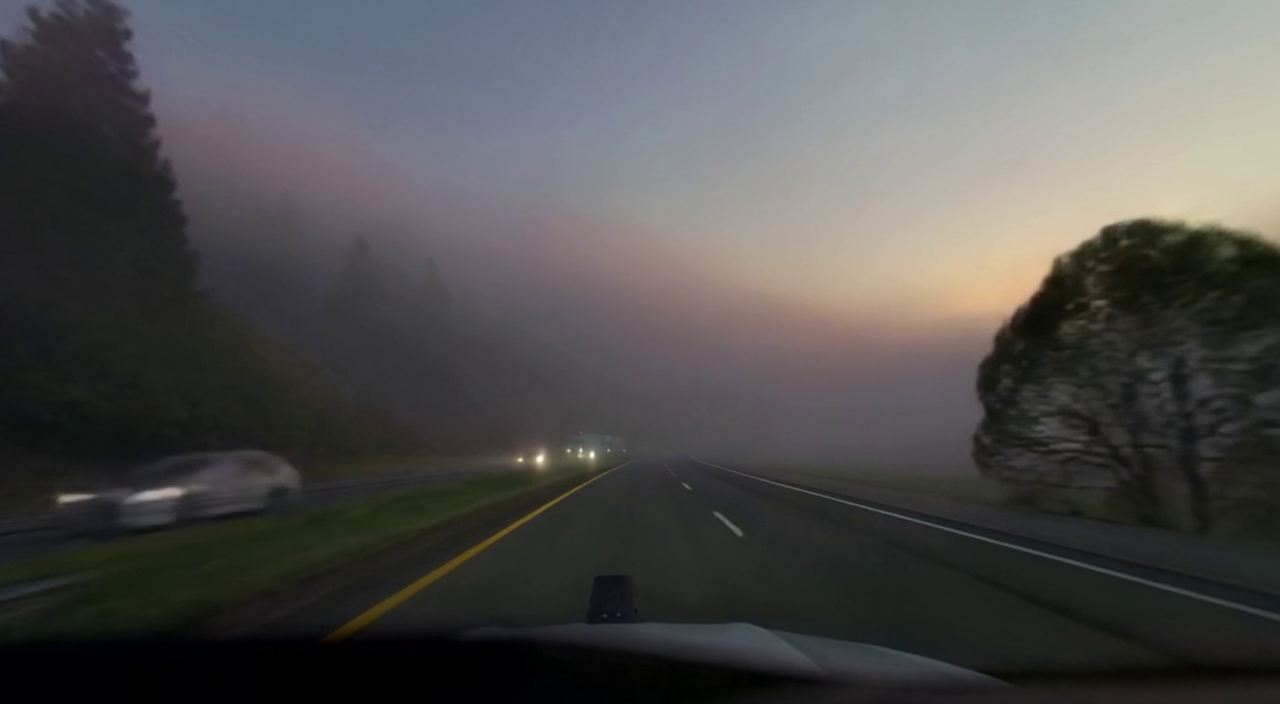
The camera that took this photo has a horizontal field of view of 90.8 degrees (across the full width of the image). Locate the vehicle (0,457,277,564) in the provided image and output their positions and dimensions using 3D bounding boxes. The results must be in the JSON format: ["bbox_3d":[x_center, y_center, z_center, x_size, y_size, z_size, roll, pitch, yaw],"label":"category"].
[{"bbox_3d":[-8.951,2.693,11.522,1.883,1.465,4.631,0,-9,0],"label":"vehicle"}]

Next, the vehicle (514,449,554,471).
[{"bbox_3d":[-8.004,8.186,48.034,2.069,1.606,4.753,-1,-9,2],"label":"vehicle"}]
